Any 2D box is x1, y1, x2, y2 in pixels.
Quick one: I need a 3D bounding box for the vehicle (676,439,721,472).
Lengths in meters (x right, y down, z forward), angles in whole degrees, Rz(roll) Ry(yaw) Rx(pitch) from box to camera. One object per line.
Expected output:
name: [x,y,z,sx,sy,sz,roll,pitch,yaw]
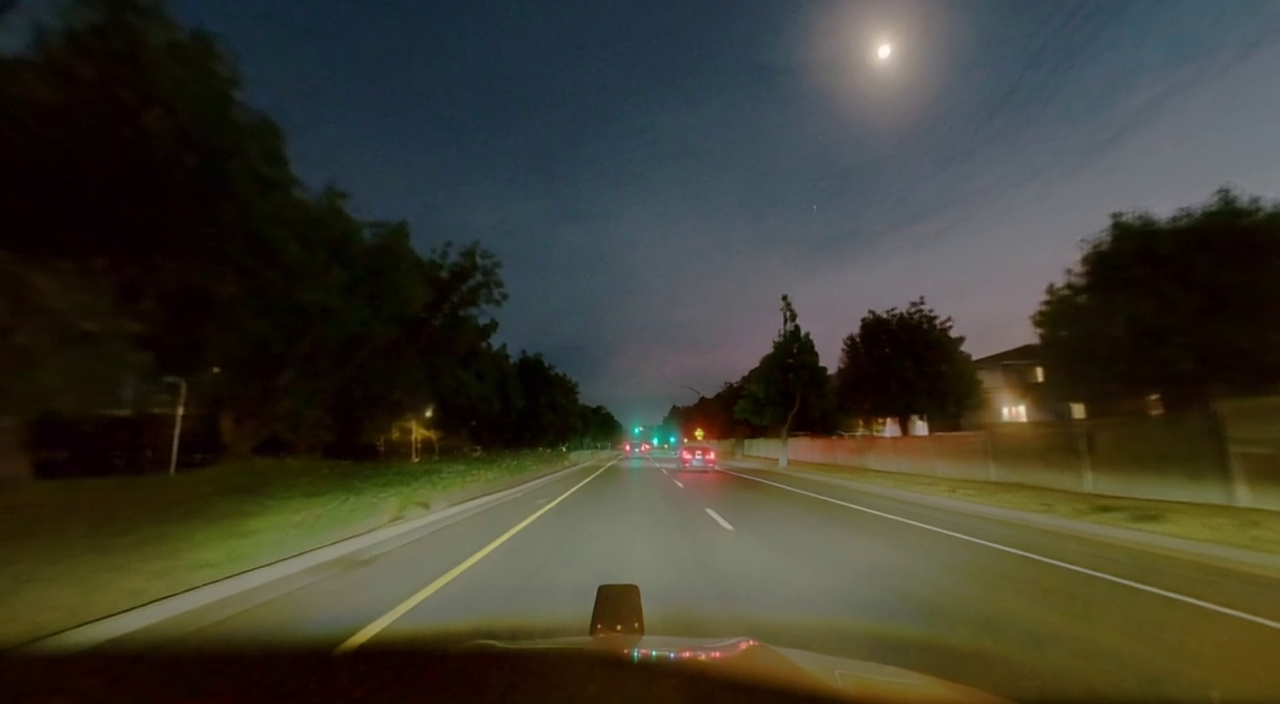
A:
vehicle: [3.067,5.520,33.770,1.888,1.640,4.044,0,-9,-2]
